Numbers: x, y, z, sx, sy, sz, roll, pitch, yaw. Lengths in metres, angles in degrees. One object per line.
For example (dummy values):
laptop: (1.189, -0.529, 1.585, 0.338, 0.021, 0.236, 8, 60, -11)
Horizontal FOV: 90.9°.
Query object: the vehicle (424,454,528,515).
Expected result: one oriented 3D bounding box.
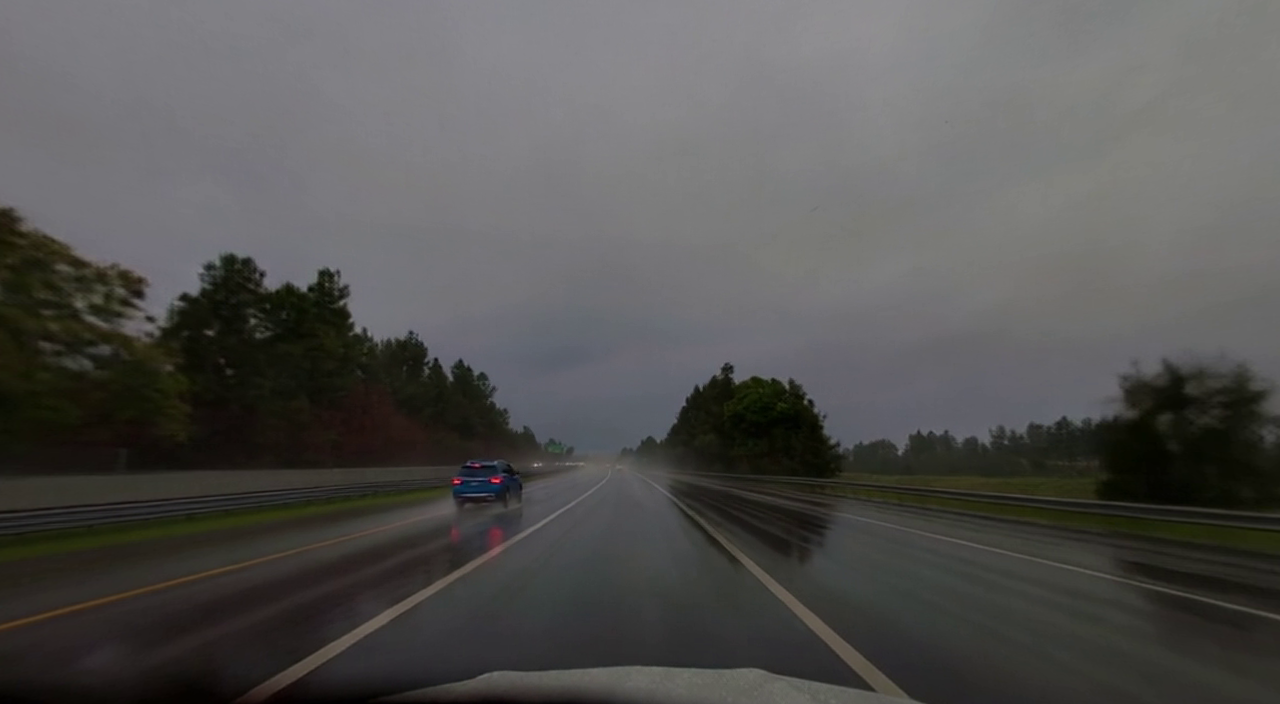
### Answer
vehicle: (-4.658, 3.836, 18.510, 2.025, 1.584, 3.657, 0, -10, 0)
